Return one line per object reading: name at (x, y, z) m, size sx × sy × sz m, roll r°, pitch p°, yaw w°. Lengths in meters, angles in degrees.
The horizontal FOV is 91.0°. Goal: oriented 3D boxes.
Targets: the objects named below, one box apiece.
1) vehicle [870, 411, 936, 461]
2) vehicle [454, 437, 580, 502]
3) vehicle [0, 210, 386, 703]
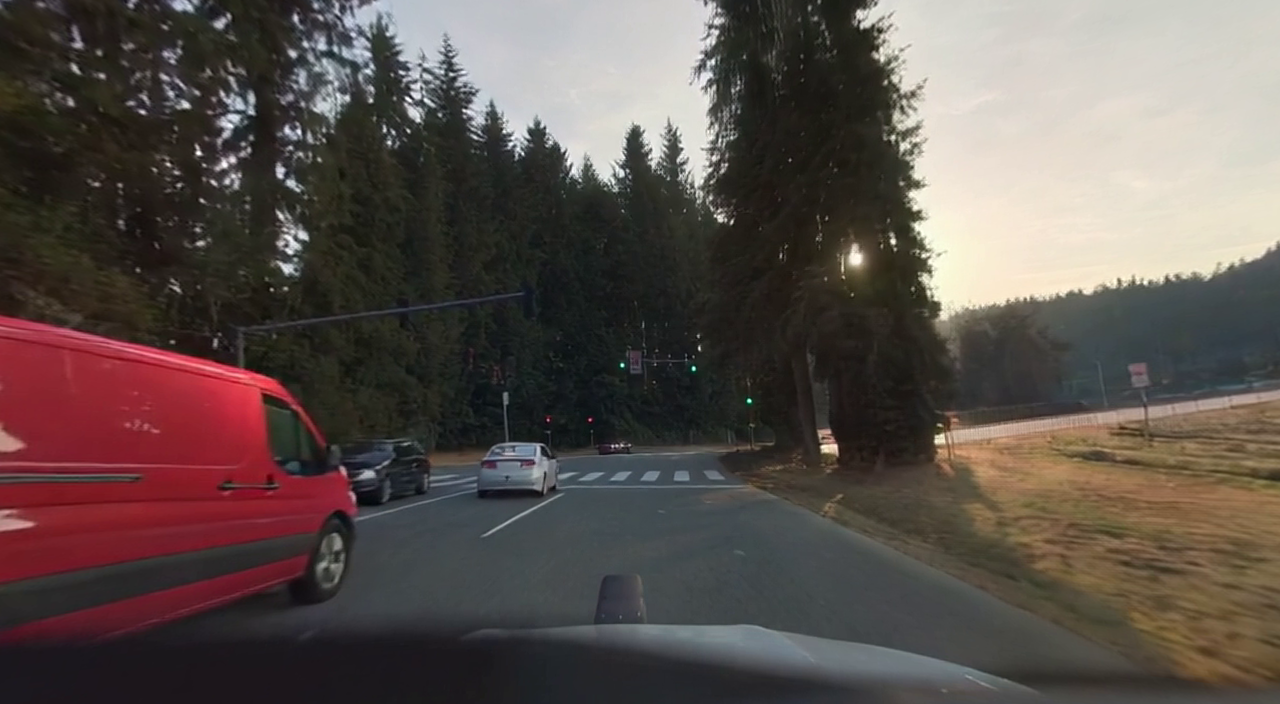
vehicle at (10.337, 3.318, 24.737) m, size 2.434 × 1.886 × 1.216 m, roll 6°, pitch -11°, yaw -36°
vehicle at (-3.090, 3.068, 16.967) m, size 2.088 × 1.484 × 4.572 m, roll -1°, pitch -8°, yaw 5°
vehicle at (-3.522, 0.702, 3.087) m, size 2.362 × 2.185 × 5.212 m, roll 0°, pitch -8°, yaw 0°
